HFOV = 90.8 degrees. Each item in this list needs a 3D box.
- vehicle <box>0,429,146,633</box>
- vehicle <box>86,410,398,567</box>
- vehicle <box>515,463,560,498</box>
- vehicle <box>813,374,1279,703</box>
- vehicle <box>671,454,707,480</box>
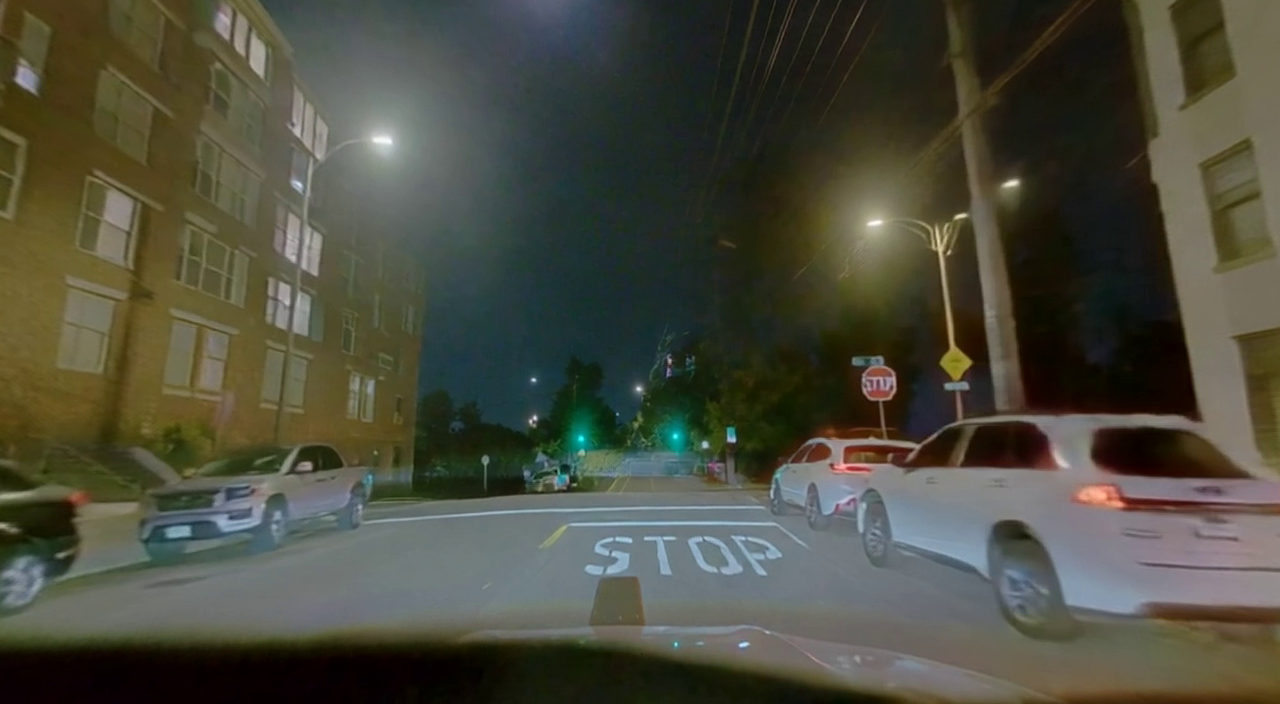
[{"bbox_3d":[-6.283,1.396,4.460,2.069,1.647,4.359,-2,-8,0],"label":"vehicle"},{"bbox_3d":[-6.120,2.204,10.752,2.076,1.913,5.060,-3,-10,-1],"label":"vehicle"},{"bbox_3d":[-5.887,7.427,36.797,1.987,1.662,4.141,-2,-8,-1],"label":"vehicle"},{"bbox_3d":[3.341,1.291,5.417,2.154,1.699,4.591,0,-8,-4],"label":"vehicle"},{"bbox_3d":[3.383,8.052,44.425,2.051,1.526,4.673,0,-7,-2],"label":"vehicle"}]
